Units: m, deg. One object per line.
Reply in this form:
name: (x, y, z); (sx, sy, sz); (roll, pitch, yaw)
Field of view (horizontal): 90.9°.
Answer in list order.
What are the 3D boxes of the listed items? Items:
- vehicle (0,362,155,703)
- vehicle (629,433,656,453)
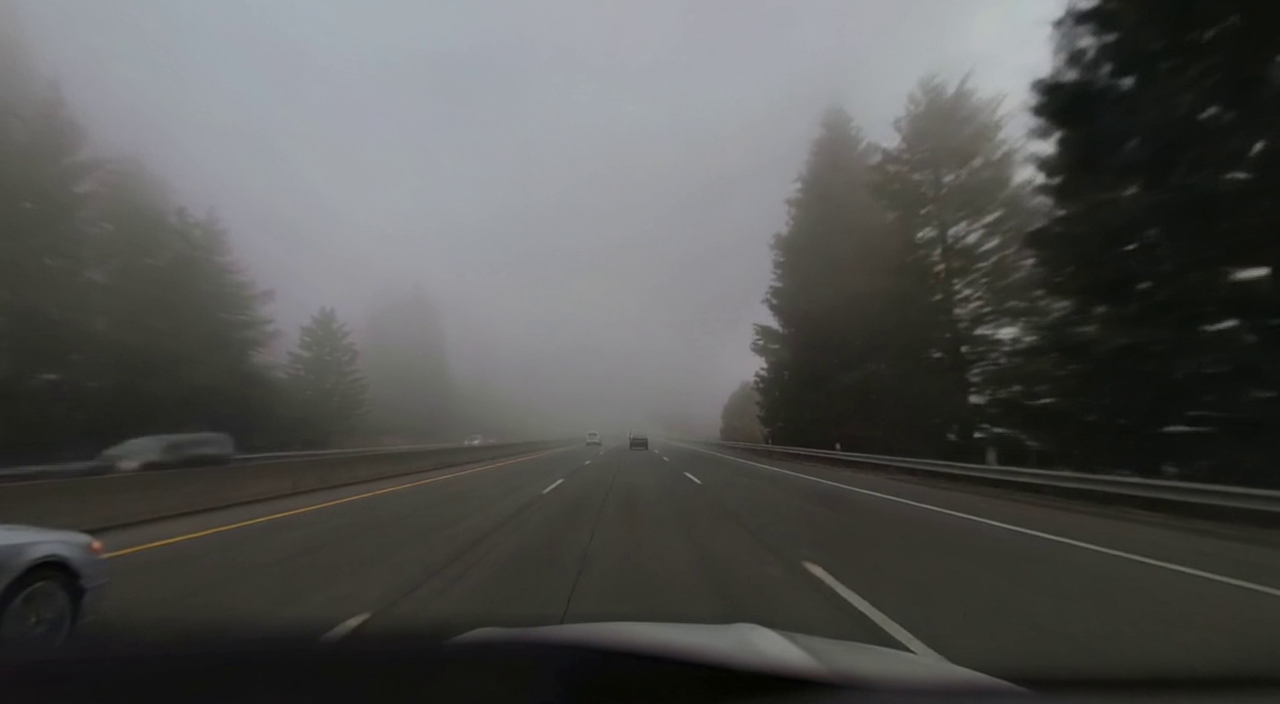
vehicle: (-4.060, 0.707, 1.688); (2.064, 1.647, 4.381); (0, -8, -1)
vehicle: (0.159, 6.864, 47.767); (1.911, 1.449, 3.776); (0, -7, -2)
